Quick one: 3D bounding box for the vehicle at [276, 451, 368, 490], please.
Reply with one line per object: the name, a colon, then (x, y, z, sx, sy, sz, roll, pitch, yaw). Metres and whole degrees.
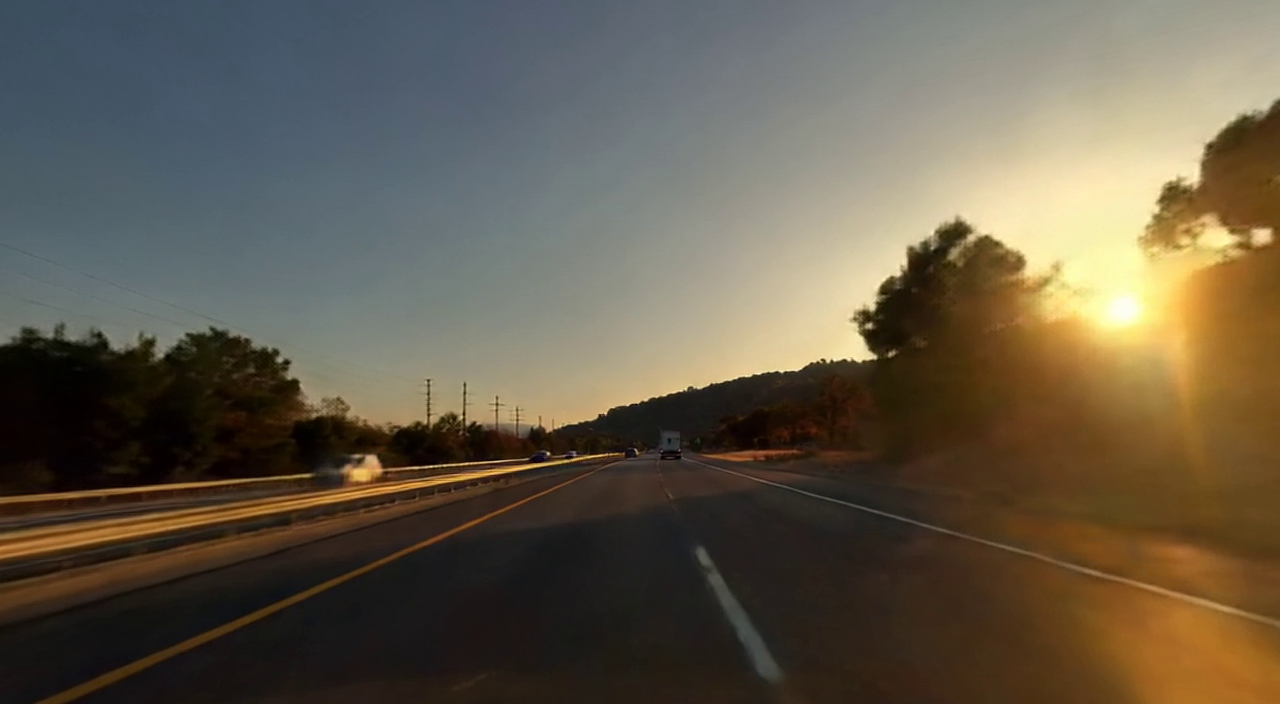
vehicle: (-14.267, 5.307, 28.433, 1.885, 1.580, 4.215, -1, -9, 1)
